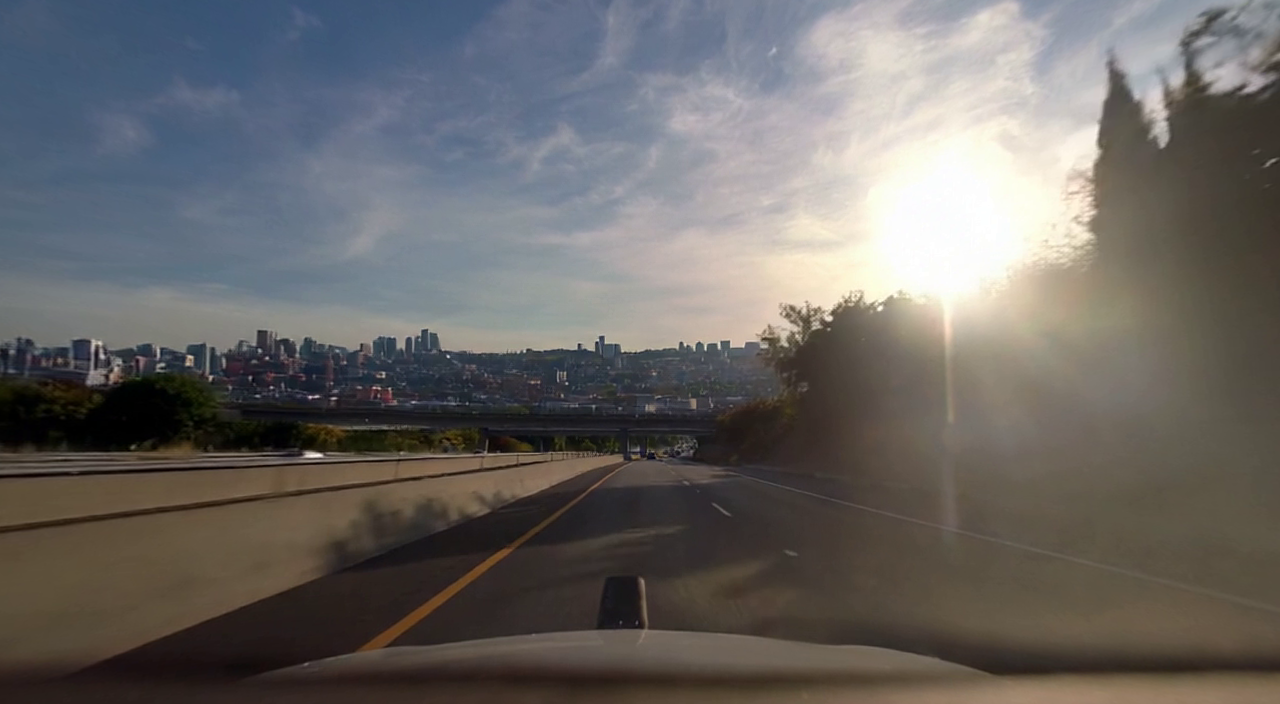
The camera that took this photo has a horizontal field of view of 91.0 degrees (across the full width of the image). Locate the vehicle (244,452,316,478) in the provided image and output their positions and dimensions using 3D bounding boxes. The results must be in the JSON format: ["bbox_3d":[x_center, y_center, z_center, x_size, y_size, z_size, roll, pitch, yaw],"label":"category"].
[{"bbox_3d":[-22.975,7.182,40.359,1.847,1.521,4.688,0,-9,0],"label":"vehicle"}]
